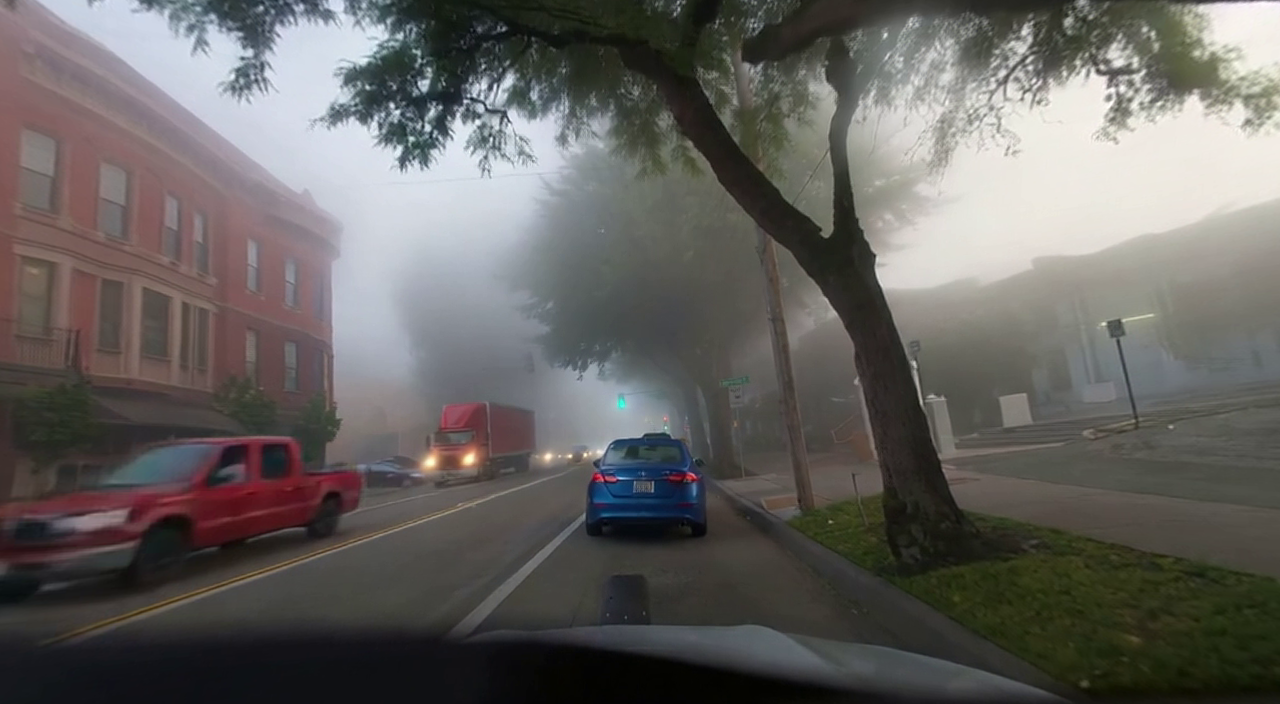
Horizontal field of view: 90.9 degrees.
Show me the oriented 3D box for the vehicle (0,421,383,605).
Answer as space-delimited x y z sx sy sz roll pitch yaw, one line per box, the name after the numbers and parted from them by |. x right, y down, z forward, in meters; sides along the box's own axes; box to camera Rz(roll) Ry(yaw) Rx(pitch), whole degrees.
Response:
-6.416 2.088 9.508 2.402 1.852 6.057 0 -8 2 | vehicle

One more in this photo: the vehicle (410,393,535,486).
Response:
-8.151 4.605 32.845 2.986 3.933 11.600 0 -8 2 | vehicle

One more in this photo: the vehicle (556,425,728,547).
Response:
0.074 1.936 9.735 2.094 1.478 3.922 0 -8 2 | vehicle
